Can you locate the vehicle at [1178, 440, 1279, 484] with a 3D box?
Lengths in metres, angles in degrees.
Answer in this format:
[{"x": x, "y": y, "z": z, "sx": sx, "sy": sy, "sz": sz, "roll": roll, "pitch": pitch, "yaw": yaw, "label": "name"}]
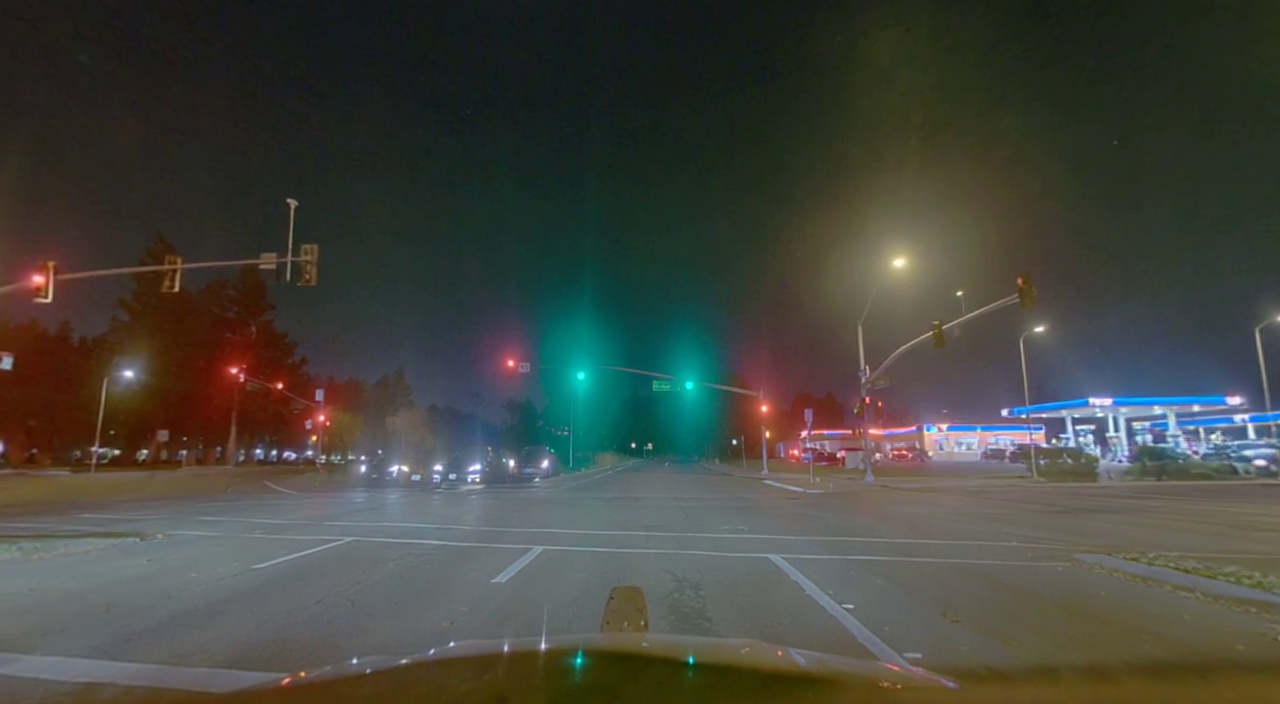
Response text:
[{"x": 22.092, "y": 3.786, "z": 21.834, "sx": 4.716, "sy": 1.455, "sz": 2.060, "roll": -3, "pitch": -9, "yaw": 17, "label": "vehicle"}]
